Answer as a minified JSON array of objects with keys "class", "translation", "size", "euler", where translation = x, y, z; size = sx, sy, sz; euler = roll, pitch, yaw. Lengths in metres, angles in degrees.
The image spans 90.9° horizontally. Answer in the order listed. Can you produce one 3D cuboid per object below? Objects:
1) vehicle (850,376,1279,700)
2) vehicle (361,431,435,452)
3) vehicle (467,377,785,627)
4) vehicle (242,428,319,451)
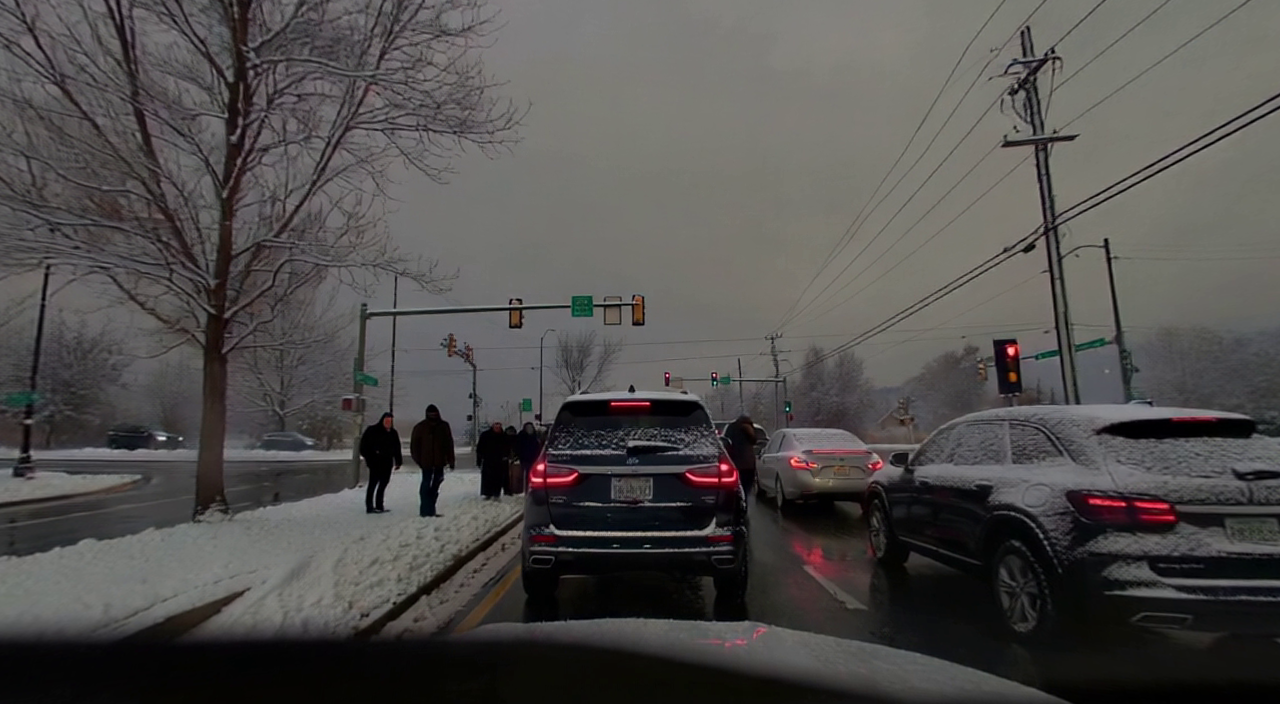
[{"class":"vehicle","translation":[3.552,1.287,5.559],"size":[1.948,1.677,4.437],"euler":[0,-8,1]},{"class":"vehicle","translation":[-17.748,6.561,46.359],"size":[4.607,1.478,1.995],"euler":[0,-8,0]},{"class":"vehicle","translation":[-0.150,1.395,6.831],"size":[2.271,1.786,4.443],"euler":[0,-8,-1]},{"class":"vehicle","translation":[-26.835,6.535,47.209],"size":[4.587,1.639,1.878],"euler":[0,-8,1]}]
